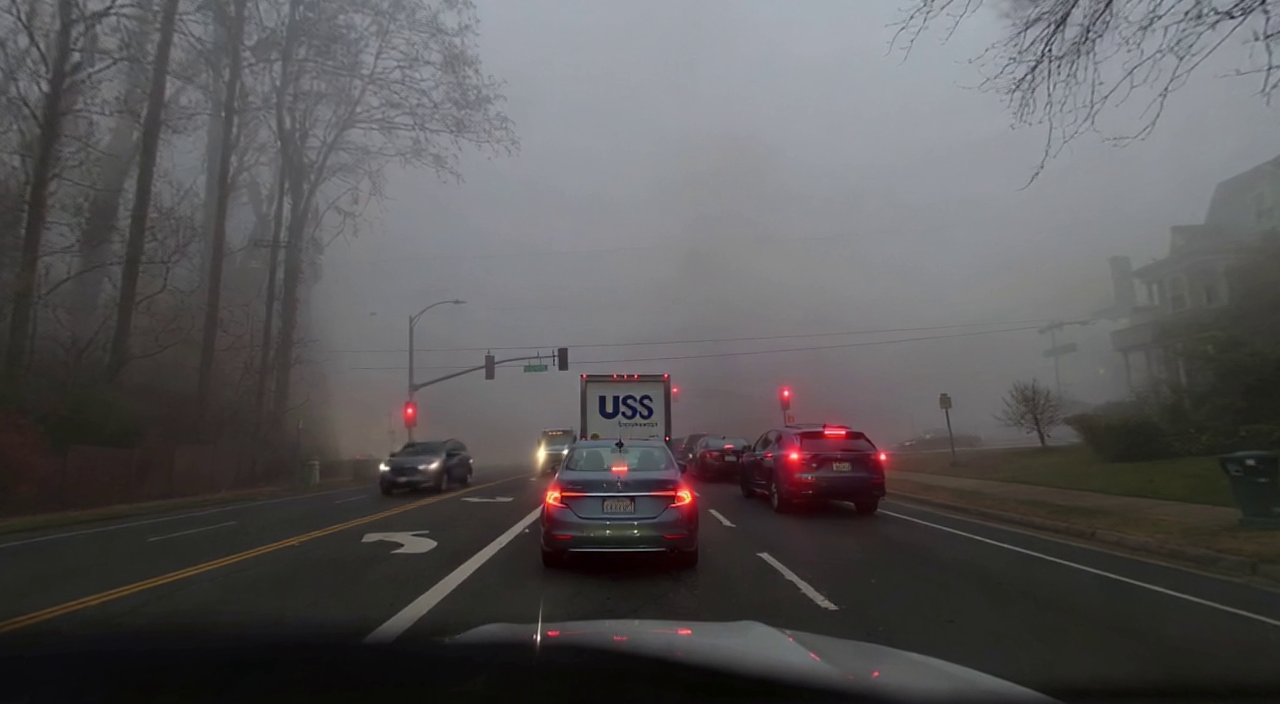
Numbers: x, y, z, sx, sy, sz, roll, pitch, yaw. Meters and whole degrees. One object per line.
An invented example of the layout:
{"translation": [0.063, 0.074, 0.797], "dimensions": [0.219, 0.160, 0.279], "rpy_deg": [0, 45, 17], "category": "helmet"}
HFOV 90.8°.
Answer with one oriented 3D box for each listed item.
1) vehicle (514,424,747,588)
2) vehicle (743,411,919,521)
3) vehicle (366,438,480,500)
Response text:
{"translation": [-0.139, 1.730, 7.978], "dimensions": [2.135, 1.483, 4.207], "rpy_deg": [0, -8, -2], "category": "vehicle"}
{"translation": [3.600, 2.260, 12.985], "dimensions": [2.145, 1.847, 4.524], "rpy_deg": [0, -8, -1], "category": "vehicle"}
{"translation": [-6.355, 3.457, 19.078], "dimensions": [1.962, 1.640, 4.161], "rpy_deg": [0, -8, 0], "category": "vehicle"}
